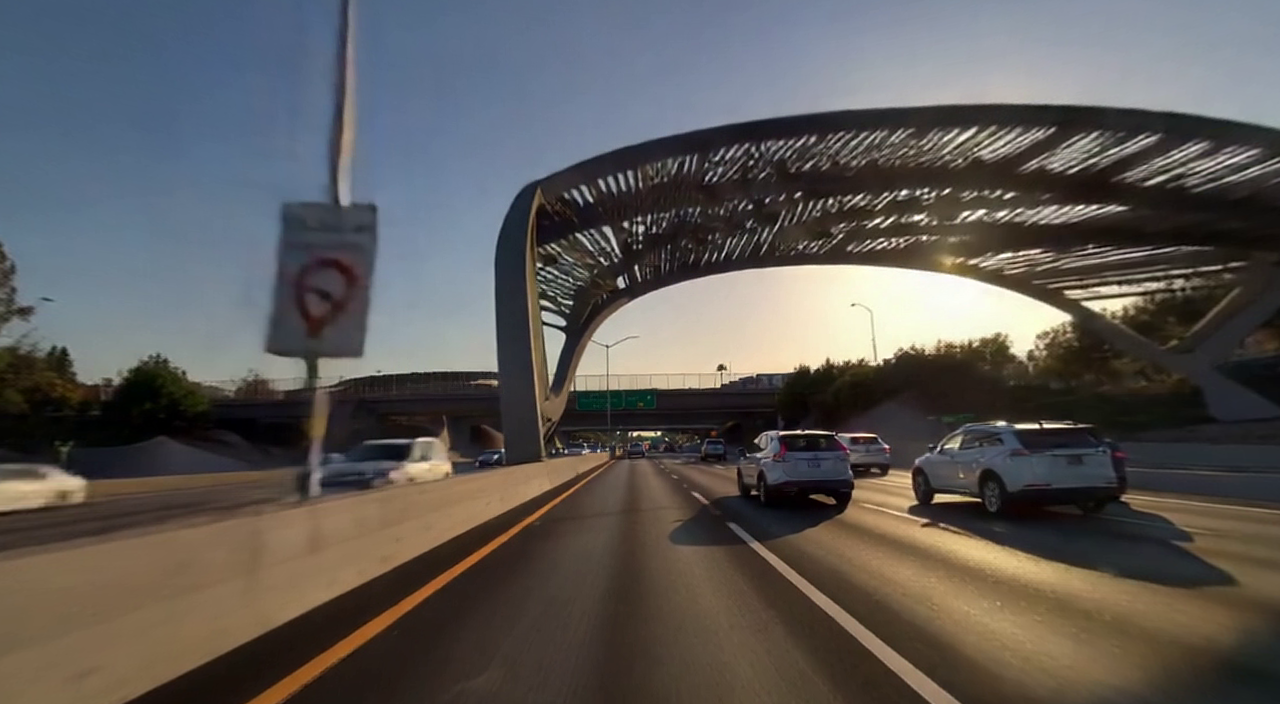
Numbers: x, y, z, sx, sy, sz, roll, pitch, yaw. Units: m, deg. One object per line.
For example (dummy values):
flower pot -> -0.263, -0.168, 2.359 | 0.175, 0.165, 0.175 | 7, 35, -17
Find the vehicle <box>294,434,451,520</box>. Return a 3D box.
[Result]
vehicle -> -5.727, 2.691, 14.110 | 1.827, 1.619, 3.866 | 0, -9, -1

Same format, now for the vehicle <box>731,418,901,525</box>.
vehicle -> 3.177, 2.268, 12.478 | 2.059, 1.711, 4.302 | 0, -9, 0

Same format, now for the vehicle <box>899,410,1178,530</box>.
vehicle -> 7.072, 2.160, 12.102 | 2.040, 1.801, 4.959 | 0, -9, -1

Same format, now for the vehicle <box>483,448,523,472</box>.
vehicle -> -9.392, 7.405, 43.507 | 1.922, 1.523, 3.645 | 0, -8, 0
